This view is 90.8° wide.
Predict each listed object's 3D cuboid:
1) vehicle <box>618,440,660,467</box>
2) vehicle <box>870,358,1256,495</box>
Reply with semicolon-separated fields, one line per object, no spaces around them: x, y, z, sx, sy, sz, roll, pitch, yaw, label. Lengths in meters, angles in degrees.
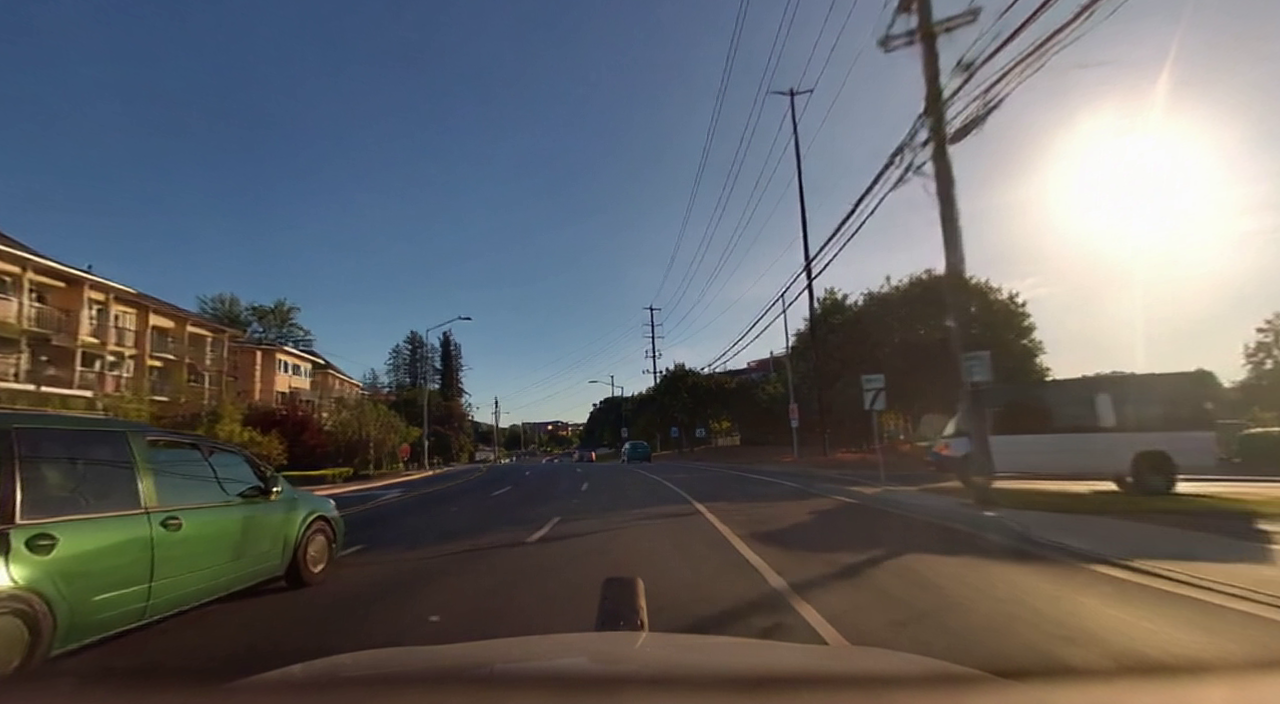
-0.143;6.141;38.429;2.015;1.467;4.117;0;-8;-8;vehicle
10.775;2.148;17.209;7.877;3.013;2.916;-6;-10;31;vehicle
